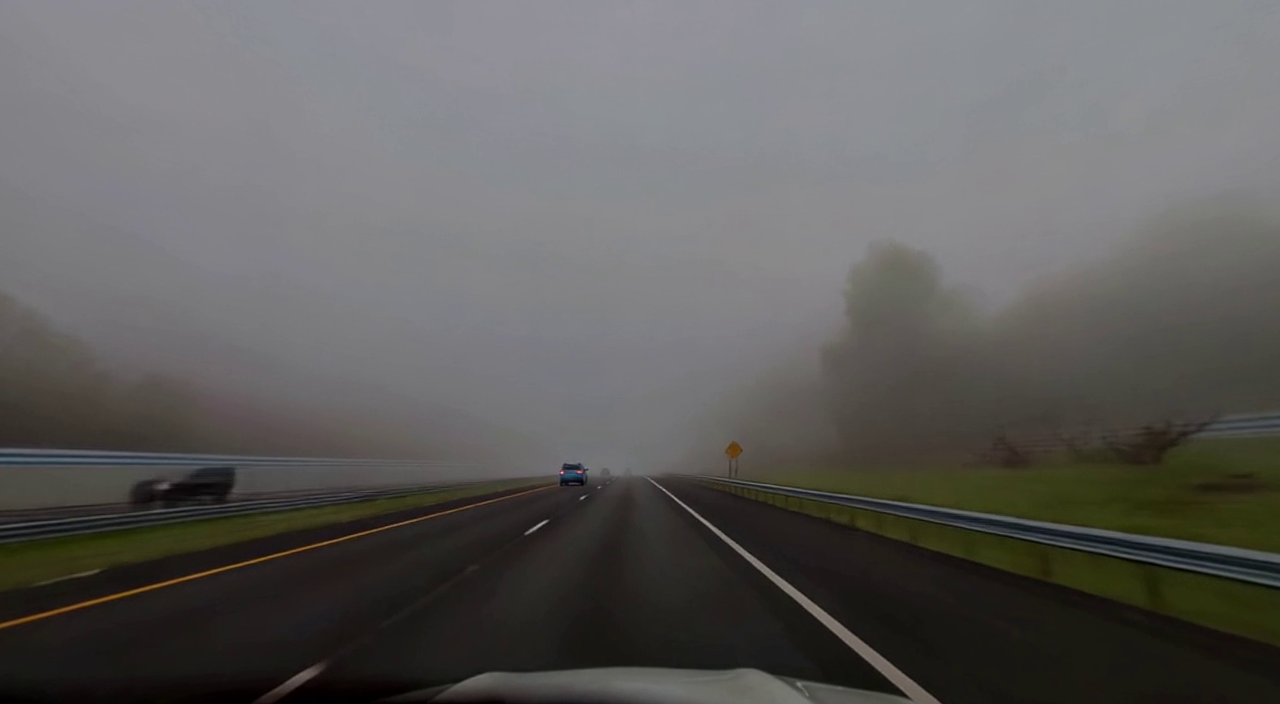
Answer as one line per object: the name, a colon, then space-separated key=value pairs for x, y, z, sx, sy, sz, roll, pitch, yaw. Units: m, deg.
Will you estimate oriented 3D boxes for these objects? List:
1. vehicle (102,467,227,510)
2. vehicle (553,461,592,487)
vehicle: x=-17.627 y=5.051 z=23.605 sx=1.806 sy=1.444 sz=3.633 roll=1 pitch=-10 yaw=0
vehicle: x=-4.176 y=7.696 z=39.698 sx=1.985 sy=1.515 sz=3.839 roll=1 pitch=-11 yaw=0
